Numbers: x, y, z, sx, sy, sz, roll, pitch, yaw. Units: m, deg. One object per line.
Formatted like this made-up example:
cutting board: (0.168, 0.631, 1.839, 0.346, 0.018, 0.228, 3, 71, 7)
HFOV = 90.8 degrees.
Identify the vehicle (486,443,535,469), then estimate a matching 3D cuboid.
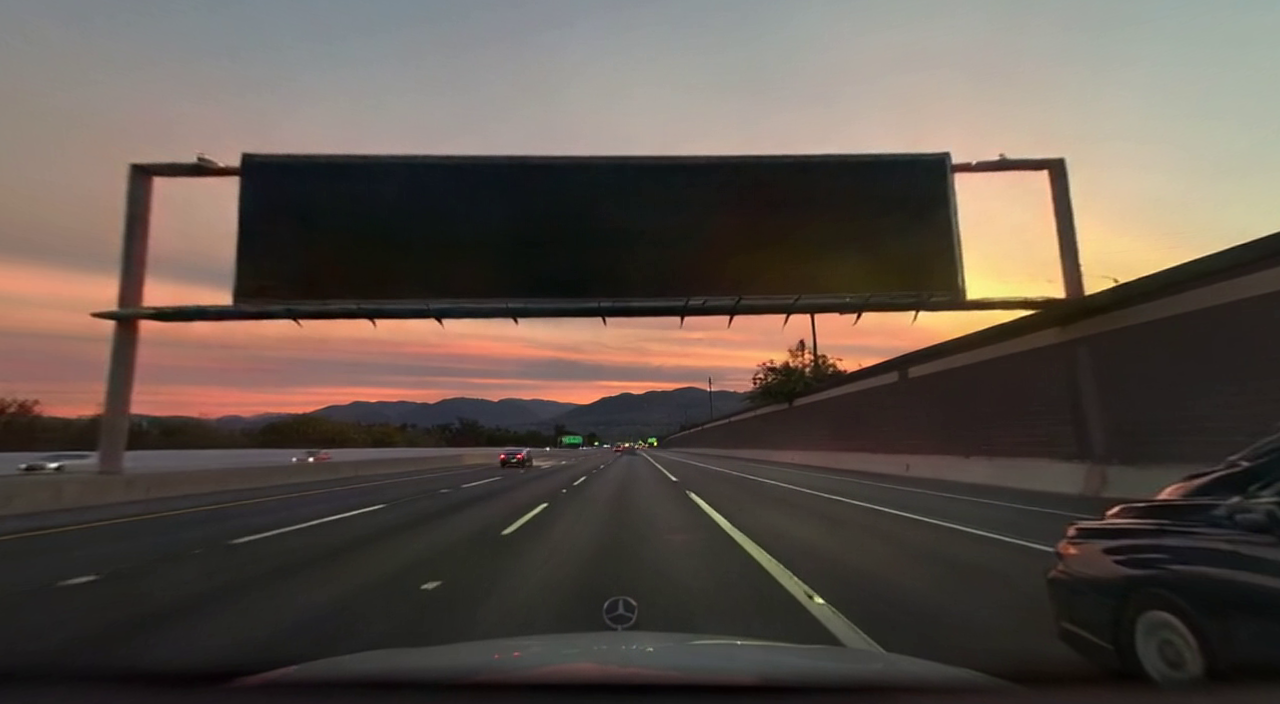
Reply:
vehicle: (-8.063, 6.532, 39.863, 2.005, 1.545, 4.874, 0, -8, 0)

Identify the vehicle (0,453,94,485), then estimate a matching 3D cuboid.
vehicle: (-39.182, 7.557, 41.080, 2.079, 1.830, 5.811, 0, -8, 0)

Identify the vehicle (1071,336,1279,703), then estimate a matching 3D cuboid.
vehicle: (3.637, 0.620, 1.382, 2.103, 1.694, 4.628, 0, -8, 0)
